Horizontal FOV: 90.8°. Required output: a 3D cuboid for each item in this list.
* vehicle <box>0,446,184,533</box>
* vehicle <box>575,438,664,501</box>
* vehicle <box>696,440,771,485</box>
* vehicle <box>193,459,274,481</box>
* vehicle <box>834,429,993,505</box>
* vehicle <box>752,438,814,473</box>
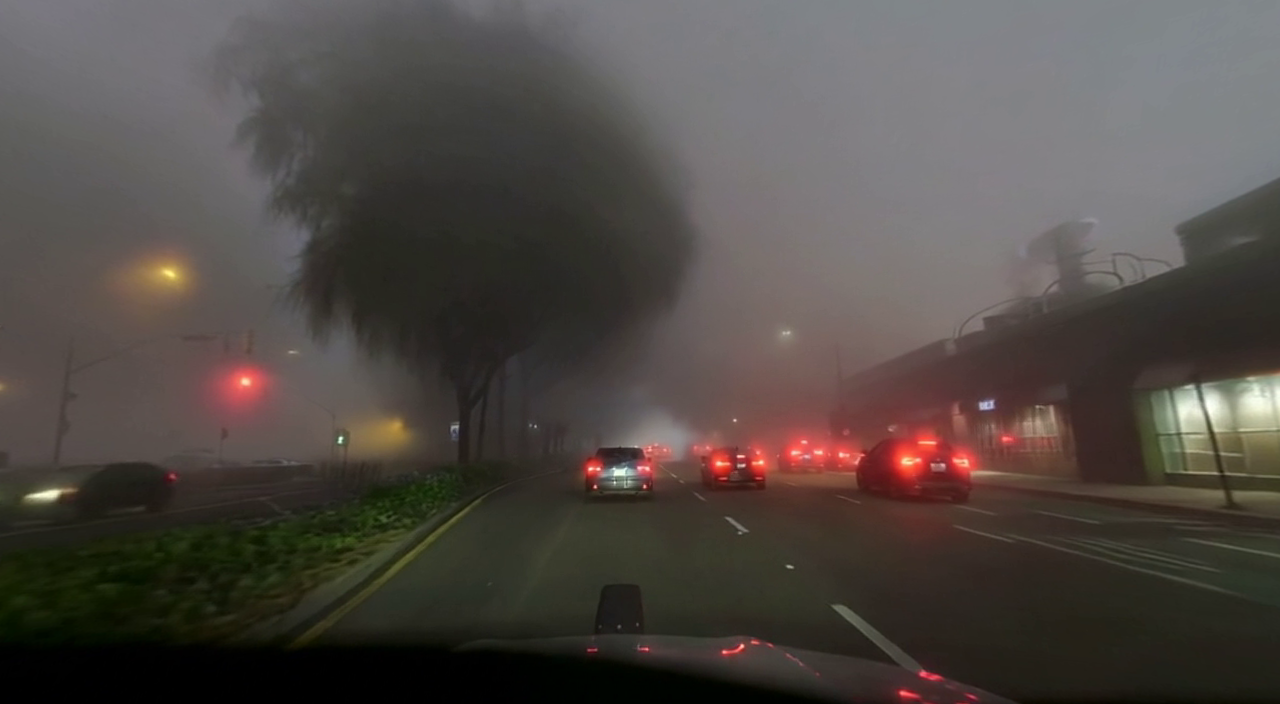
[{"bbox_3d":[-12.062,2.805,13.409,1.934,1.491,3.684,-1,-8,1],"label":"vehicle"},{"bbox_3d":[-0.661,3.090,17.013,2.101,1.444,4.248,0,-9,-5],"label":"vehicle"},{"bbox_3d":[3.316,4.023,23.346,1.993,1.477,4.240,0,-9,-2],"label":"vehicle"},{"bbox_3d":[-28.187,8.188,43.903,4.346,1.435,1.909,-1,-9,3],"label":"vehicle"},{"bbox_3d":[7.058,3.014,17.027,2.052,1.708,4.842,0,-9,-1],"label":"vehicle"},{"bbox_3d":[7.276,5.316,32.599,2.025,1.666,4.448,0,-9,-1],"label":"vehicle"}]
